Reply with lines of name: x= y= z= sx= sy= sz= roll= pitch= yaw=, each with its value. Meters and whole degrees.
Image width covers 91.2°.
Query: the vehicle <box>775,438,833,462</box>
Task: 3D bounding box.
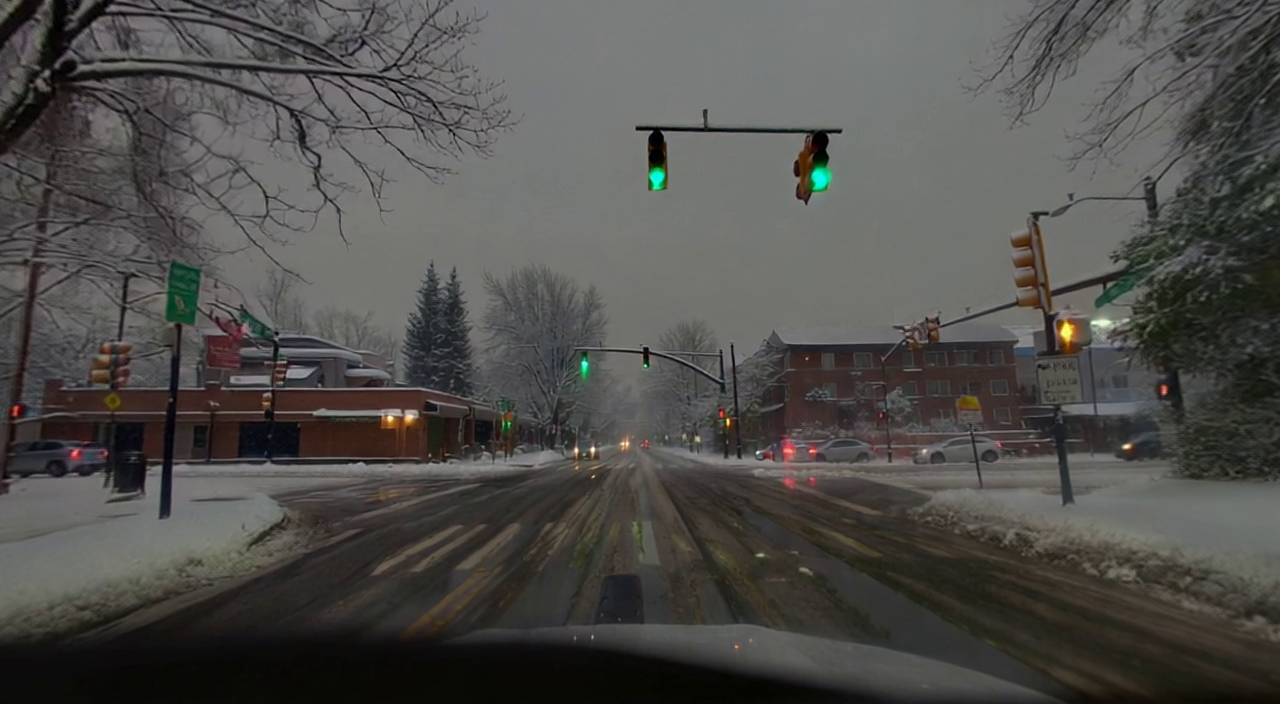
vehicle: x=11.103 y=6.603 z=42.273 sx=1.955 sy=1.508 sz=4.295 roll=-8 pitch=-12 yaw=42

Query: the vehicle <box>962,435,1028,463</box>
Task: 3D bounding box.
vehicle: x=20.948 y=5.708 z=37.138 sx=1.851 sy=1.388 sz=3.475 roll=0 pitch=-5 yaw=0

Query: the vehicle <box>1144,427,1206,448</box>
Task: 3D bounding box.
vehicle: x=41.031 y=6.611 z=48.149 sx=1.682 sy=1.422 sz=3.422 roll=2 pitch=-10 yaw=1

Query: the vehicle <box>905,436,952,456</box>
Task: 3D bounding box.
vehicle: x=21.798 y=7.143 z=47.509 sx=1.923 sy=1.463 sz=3.758 roll=-1 pitch=-9 yaw=3

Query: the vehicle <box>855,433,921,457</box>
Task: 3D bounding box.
vehicle: x=16.914 y=6.332 z=42.693 sx=4.522 sy=1.546 sz=1.941 roll=6 pitch=-11 yaw=-35
